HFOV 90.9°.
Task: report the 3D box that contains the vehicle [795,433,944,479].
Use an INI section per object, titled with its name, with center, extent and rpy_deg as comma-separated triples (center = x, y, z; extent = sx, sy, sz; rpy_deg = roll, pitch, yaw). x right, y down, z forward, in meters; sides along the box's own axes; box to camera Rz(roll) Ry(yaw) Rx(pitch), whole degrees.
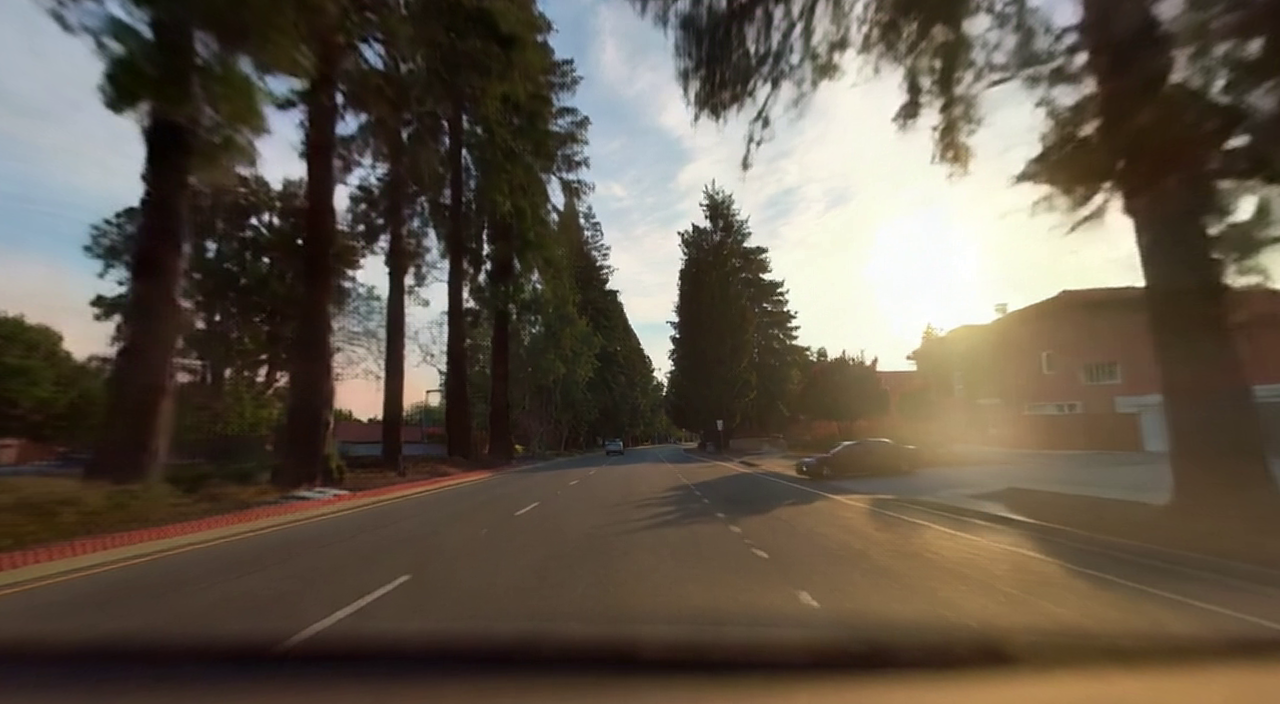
[vehicle]
center = 7.905, 3.634, 22.150
extent = 4.575, 1.514, 1.932
rpy_deg = -1, -8, 9
